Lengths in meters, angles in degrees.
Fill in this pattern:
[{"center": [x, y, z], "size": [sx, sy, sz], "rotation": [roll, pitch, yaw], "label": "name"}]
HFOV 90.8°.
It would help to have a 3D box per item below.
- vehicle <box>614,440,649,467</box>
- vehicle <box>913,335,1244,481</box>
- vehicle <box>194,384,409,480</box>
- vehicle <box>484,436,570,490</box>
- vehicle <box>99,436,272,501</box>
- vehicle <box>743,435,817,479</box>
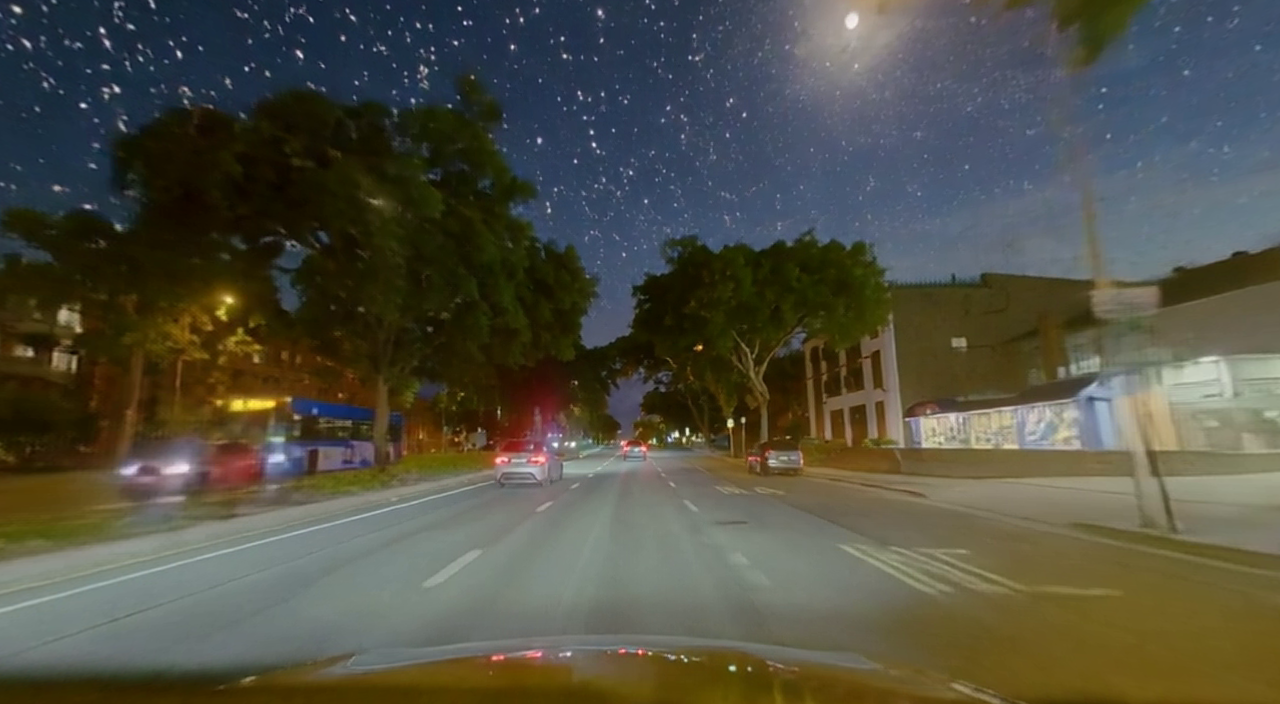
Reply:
[{"center": [-0.486, 6.189, 38.714], "size": [1.999, 1.520, 3.896], "rotation": [0, -8, 0], "label": "vehicle"}, {"center": [17.723, 2.910, 28.745], "size": [3.225, 4.571, 16.558], "rotation": [-3, -8, 0], "label": "vehicle"}, {"center": [-15.575, 4.109, 31.356], "size": [3.303, 3.710, 13.912], "rotation": [0, -8, -1], "label": "vehicle"}, {"center": [-3.480, 3.505, 20.304], "size": [1.934, 1.522, 4.287], "rotation": [0, -8, 1], "label": "vehicle"}, {"center": [-11.969, 3.060, 17.024], "size": [1.797, 1.532, 3.869], "rotation": [0, -8, -1], "label": "vehicle"}, {"center": [6.376, 4.866, 29.608], "size": [2.206, 1.803, 5.753], "rotation": [0, -8, 0], "label": "vehicle"}]
